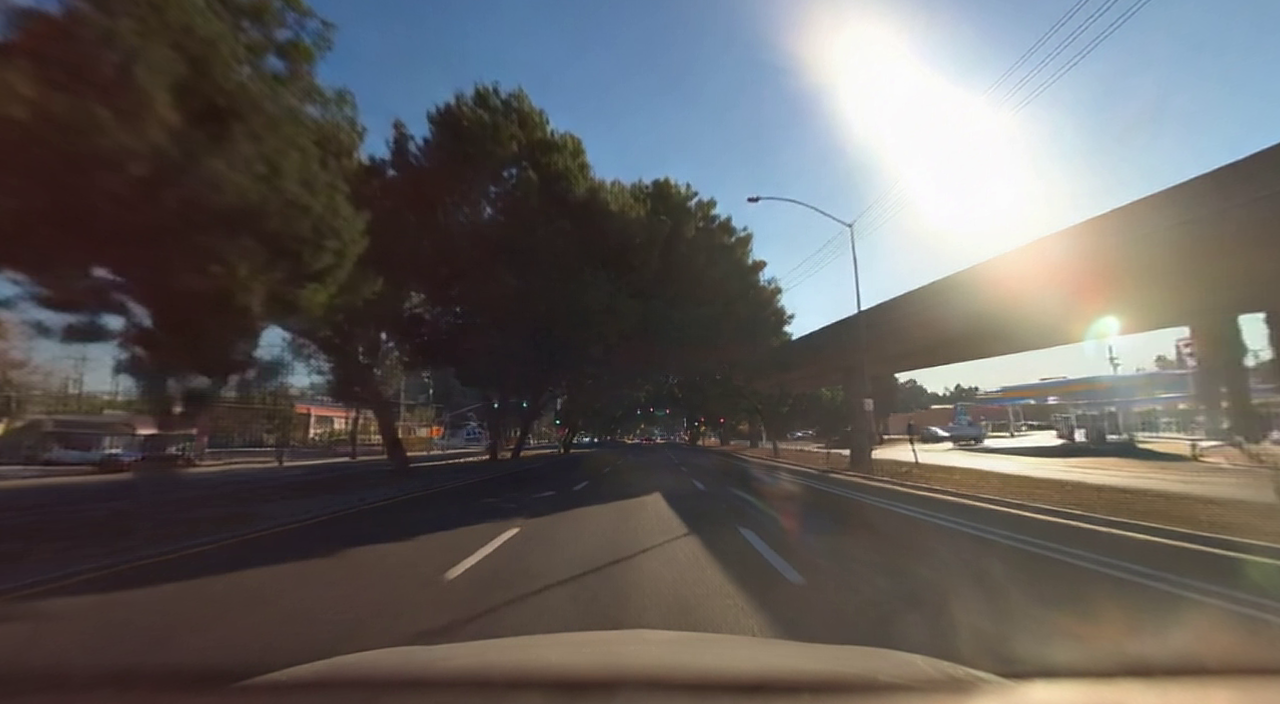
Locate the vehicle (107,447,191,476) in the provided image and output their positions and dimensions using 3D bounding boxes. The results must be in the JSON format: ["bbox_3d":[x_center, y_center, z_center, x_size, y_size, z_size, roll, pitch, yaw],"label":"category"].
[{"bbox_3d":[-26.995,5.977,34.478,4.488,1.486,1.991,-5,-10,30],"label":"vehicle"}]
